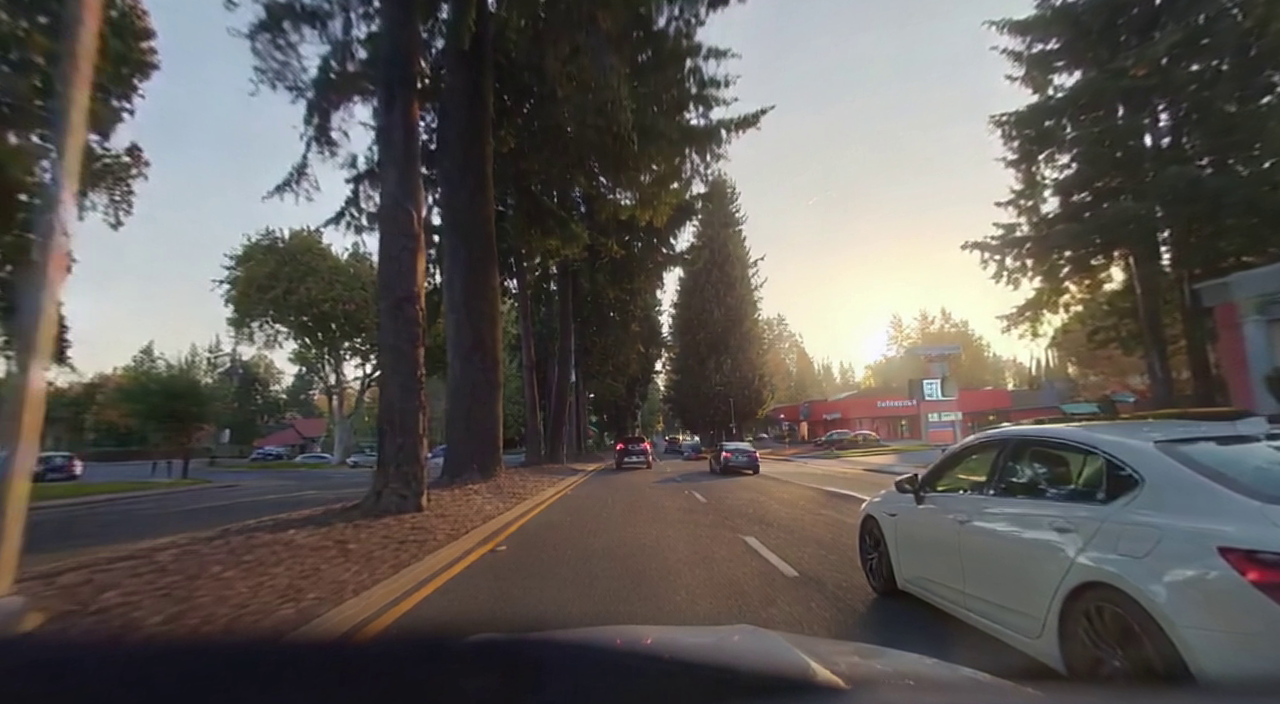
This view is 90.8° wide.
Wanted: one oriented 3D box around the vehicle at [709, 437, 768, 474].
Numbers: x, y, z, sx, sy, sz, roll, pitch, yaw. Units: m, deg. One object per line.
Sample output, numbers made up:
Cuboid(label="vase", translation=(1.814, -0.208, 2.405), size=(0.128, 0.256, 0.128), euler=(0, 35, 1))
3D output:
Cuboid(label="vehicle", translation=(4.098, 4.382, 26.959), size=(1.883, 1.452, 4.258), euler=(0, -8, 0))

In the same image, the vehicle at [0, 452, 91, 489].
Cuboid(label="vehicle", translation=(-30.832, 5.891, 31.577), size=(4.678, 1.692, 2.118), euler=(0, -8, 0))

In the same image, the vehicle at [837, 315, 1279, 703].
Cuboid(label="vehicle", translation=(3.015, 0.994, 3.808), size=(2.153, 1.658, 4.485), euler=(0, -8, -1))

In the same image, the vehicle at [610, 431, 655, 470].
Cuboid(label="vehicle", translation=(-0.390, 4.908, 31.718), size=(2.106, 1.798, 4.168), euler=(0, -8, 0))
